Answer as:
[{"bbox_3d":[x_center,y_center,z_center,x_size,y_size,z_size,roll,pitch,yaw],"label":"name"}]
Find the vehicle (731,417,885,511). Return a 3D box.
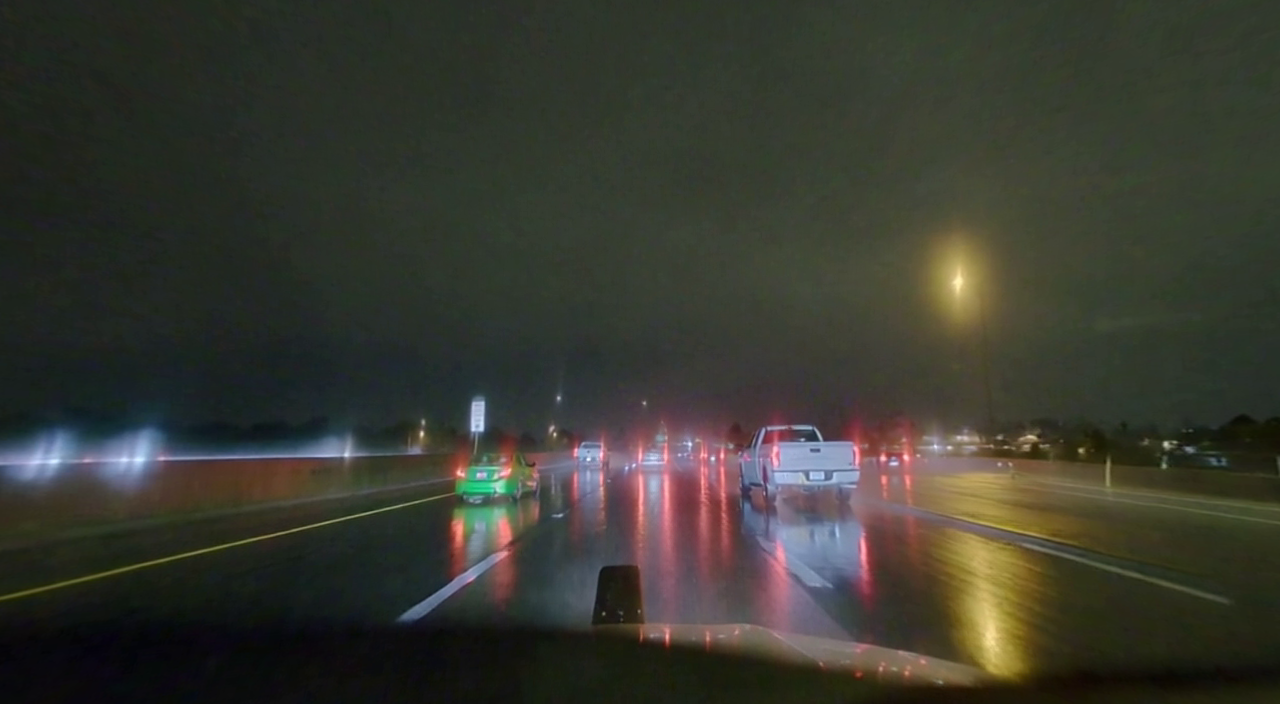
[{"bbox_3d":[3.921,2.765,16.011,2.340,1.925,5.529,0,-9,0],"label":"vehicle"}]

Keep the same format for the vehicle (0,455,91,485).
[{"bbox_3d":[-41.879,8.137,43.806,2.088,1.814,5.735,0,-9,1],"label":"vehicle"}]

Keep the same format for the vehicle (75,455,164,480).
[{"bbox_3d":[-37.724,8.386,45.844,1.903,1.606,5.214,0,-9,1],"label":"vehicle"}]

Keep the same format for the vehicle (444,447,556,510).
[{"bbox_3d":[-3.564,3.287,16.884,1.947,1.424,4.264,0,-9,1],"label":"vehicle"}]

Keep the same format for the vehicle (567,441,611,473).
[{"bbox_3d":[-3.076,6.478,39.090,2.176,1.783,4.799,0,-9,1],"label":"vehicle"}]

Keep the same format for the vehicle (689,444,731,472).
[{"bbox_3d":[4.404,6.745,40.378,2.145,1.636,4.437,0,-9,0],"label":"vehicle"}]

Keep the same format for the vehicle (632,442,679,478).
[{"bbox_3d":[0.716,5.210,30.586,2.147,1.572,4.094,0,-9,0],"label":"vehicle"}]
